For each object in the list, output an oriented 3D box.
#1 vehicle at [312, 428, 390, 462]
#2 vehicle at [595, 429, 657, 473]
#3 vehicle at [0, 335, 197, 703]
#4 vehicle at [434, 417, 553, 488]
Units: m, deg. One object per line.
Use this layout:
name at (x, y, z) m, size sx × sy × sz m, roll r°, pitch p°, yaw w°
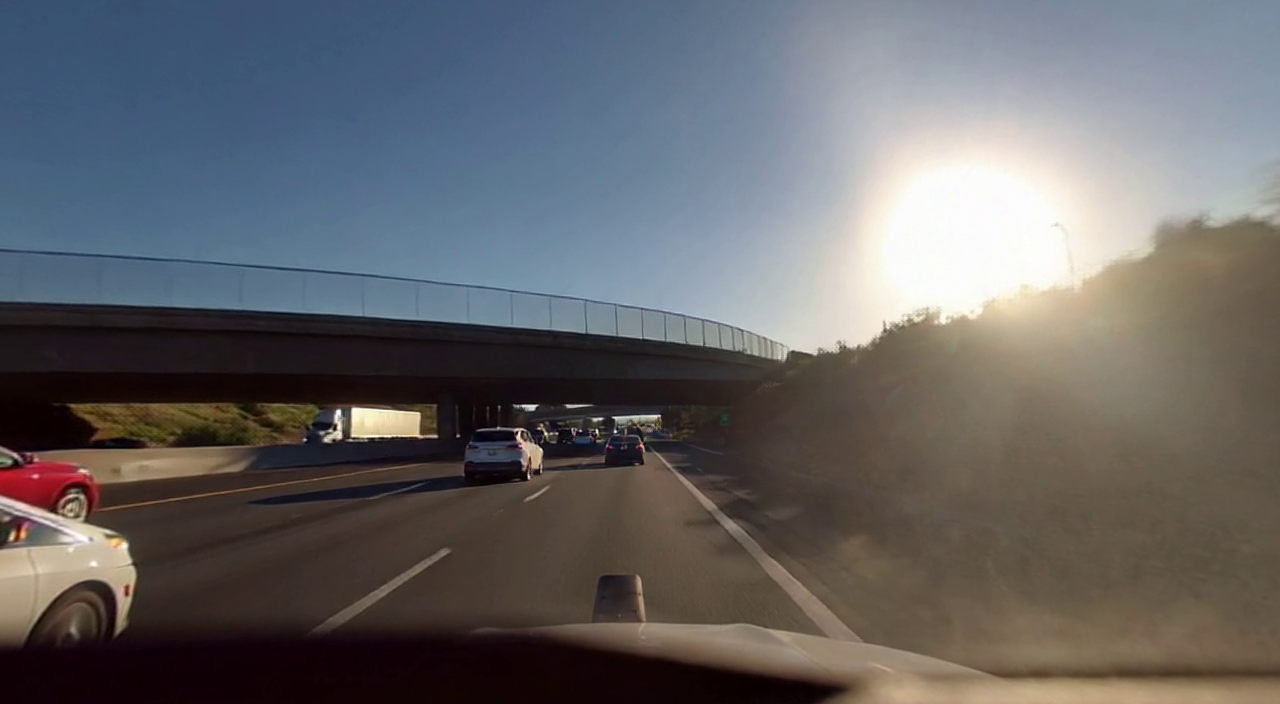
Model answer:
vehicle at (-15.546, 5.028, 34.155) m, size 2.078 × 1.665 × 4.538 m, roll 0°, pitch -8°, yaw 0°
vehicle at (-0.480, 3.572, 23.043) m, size 2.070 × 1.452 × 3.834 m, roll 0°, pitch -8°, yaw -1°
vehicle at (-3.748, 0.651, 1.609) m, size 2.107 × 1.703 × 4.274 m, roll 0°, pitch -8°, yaw -1°
vehicle at (-3.866, 2.746, 17.559) m, size 2.154 × 1.690 × 4.595 m, roll 0°, pitch -8°, yaw 1°
